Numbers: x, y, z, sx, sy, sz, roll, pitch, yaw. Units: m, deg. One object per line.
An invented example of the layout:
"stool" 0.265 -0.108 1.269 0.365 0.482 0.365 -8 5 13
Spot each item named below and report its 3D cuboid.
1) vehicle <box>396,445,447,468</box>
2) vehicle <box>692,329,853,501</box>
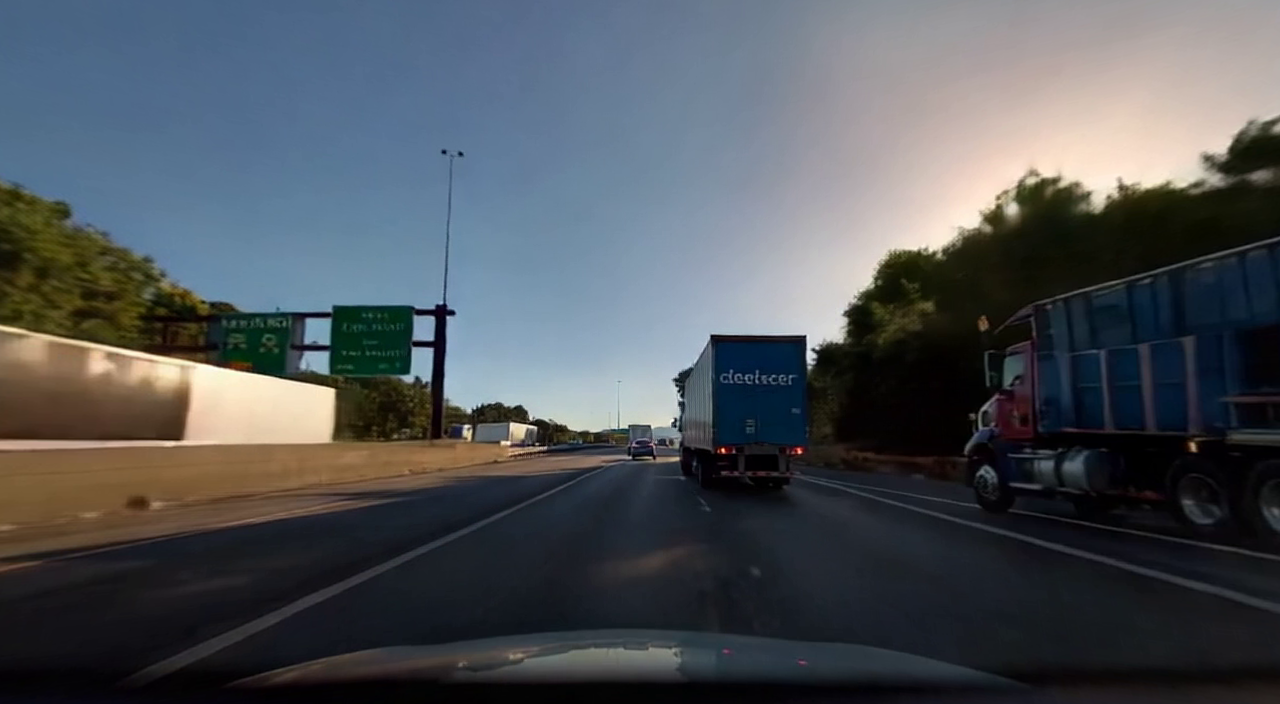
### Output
"vehicle" -16.398 7.821 47.362 1.980 1.538 4.622 -1 -8 3
"vehicle" 3.369 2.070 19.166 2.920 3.860 10.035 0 -8 1
